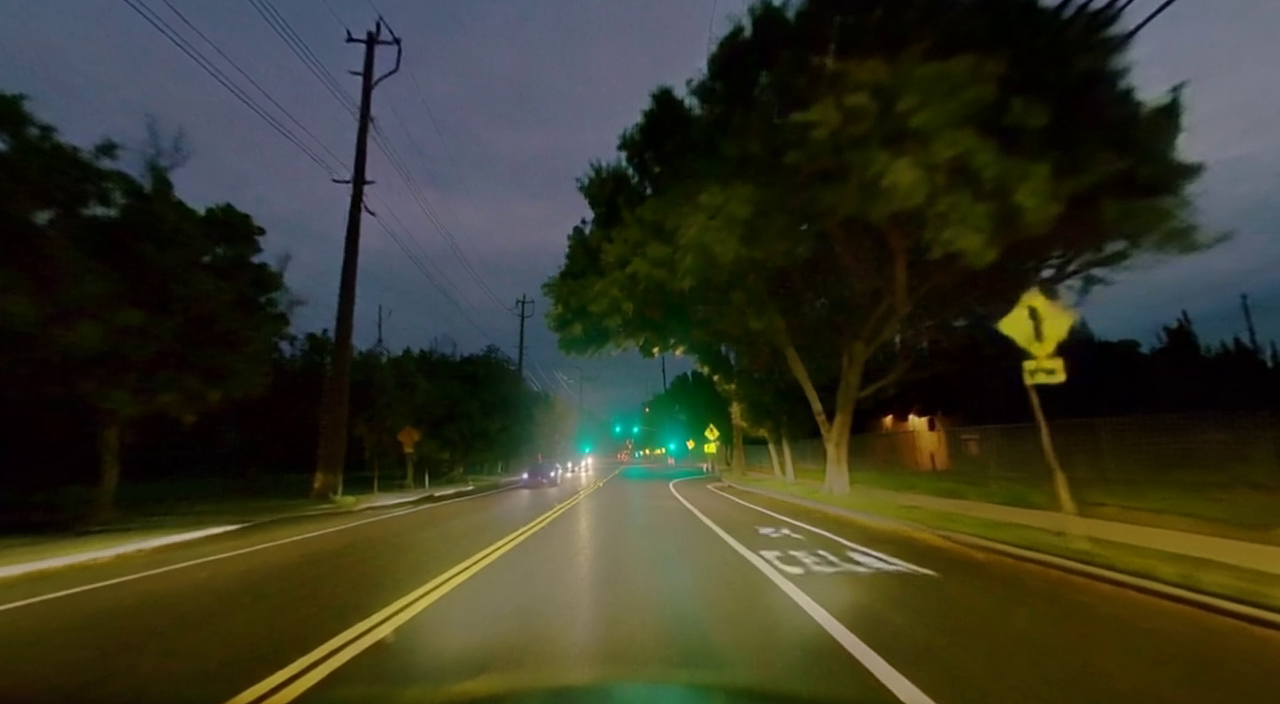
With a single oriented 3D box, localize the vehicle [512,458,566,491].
[{"bbox_3d":[-4.850,5.939,30.839,1.966,1.468,4.207,0,-10,0],"label":"vehicle"}]
